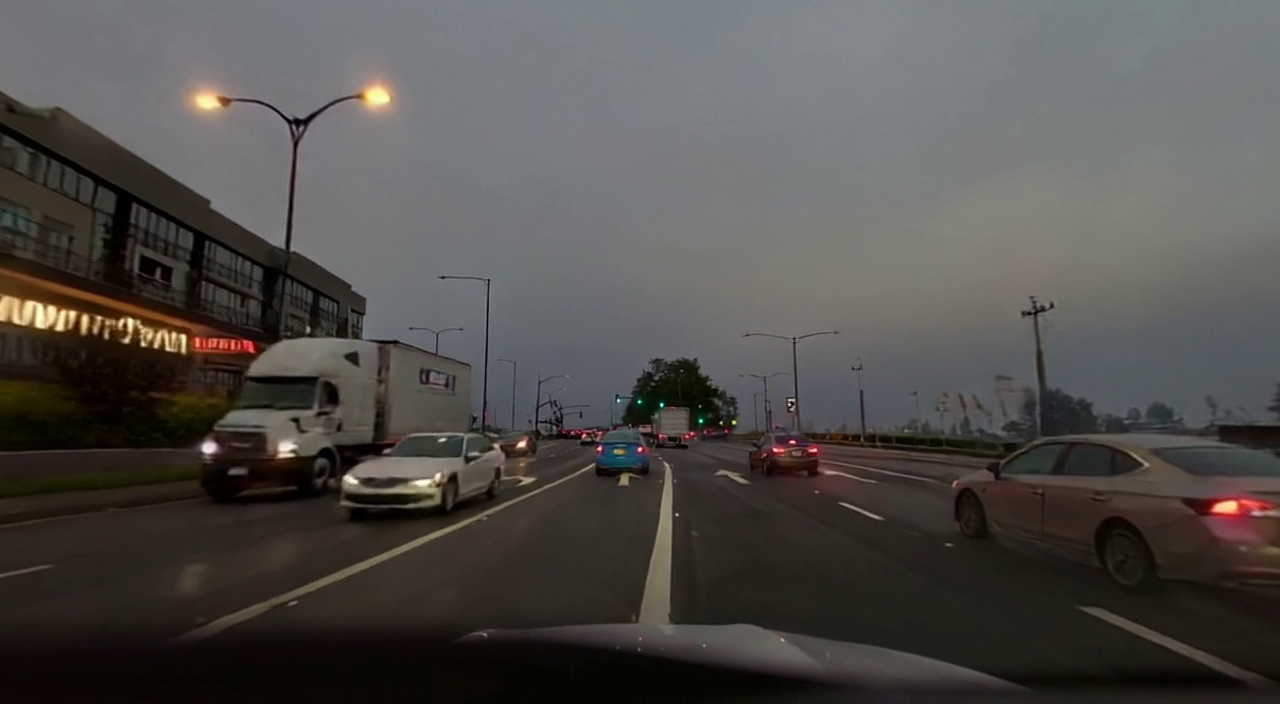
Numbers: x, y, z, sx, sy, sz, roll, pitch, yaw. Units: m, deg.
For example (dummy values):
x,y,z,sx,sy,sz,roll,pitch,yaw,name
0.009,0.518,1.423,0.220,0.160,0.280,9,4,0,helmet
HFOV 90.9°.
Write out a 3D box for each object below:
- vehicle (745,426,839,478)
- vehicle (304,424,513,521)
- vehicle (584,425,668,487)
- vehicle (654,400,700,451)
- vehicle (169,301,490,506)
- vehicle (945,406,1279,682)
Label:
x,y,z,sx,sy,sz,roll,pitch,yaw,name
4.670,3.128,19.972,1.889,1.480,3.876,0,-8,-2,vehicle
-3.944,2.115,11.744,1.964,1.428,4.481,0,-8,4,vehicle
-0.314,2.722,16.843,1.991,1.472,3.518,0,-8,1,vehicle
2.625,5.545,46.836,2.917,3.482,6.946,0,-8,-1,vehicle
-6.981,1.605,16.828,2.986,3.821,10.059,0,-8,3,vehicle
4.496,1.224,4.896,2.081,1.434,4.833,0,-8,3,vehicle
